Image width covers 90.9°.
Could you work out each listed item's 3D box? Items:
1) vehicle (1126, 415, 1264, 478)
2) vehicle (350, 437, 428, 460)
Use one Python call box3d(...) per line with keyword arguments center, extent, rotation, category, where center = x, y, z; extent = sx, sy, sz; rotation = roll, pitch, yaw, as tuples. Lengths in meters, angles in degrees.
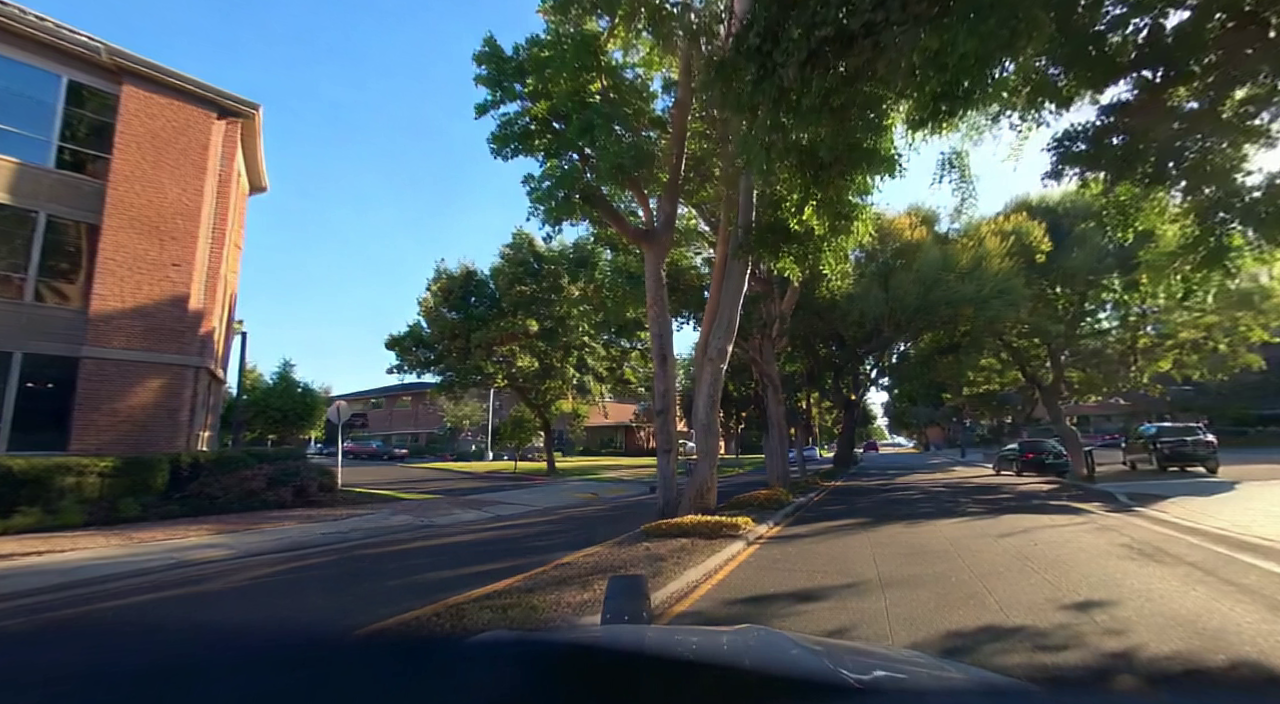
box3d(center=(18.500, 3.198, 21.322), extent=(2.018, 1.840, 4.662), rotation=(-4, -9, 23), category="vehicle")
box3d(center=(-18.357, 7.067, 46.204), extent=(4.814, 1.609, 2.197), rotation=(-1, -9, 7), category="vehicle")
